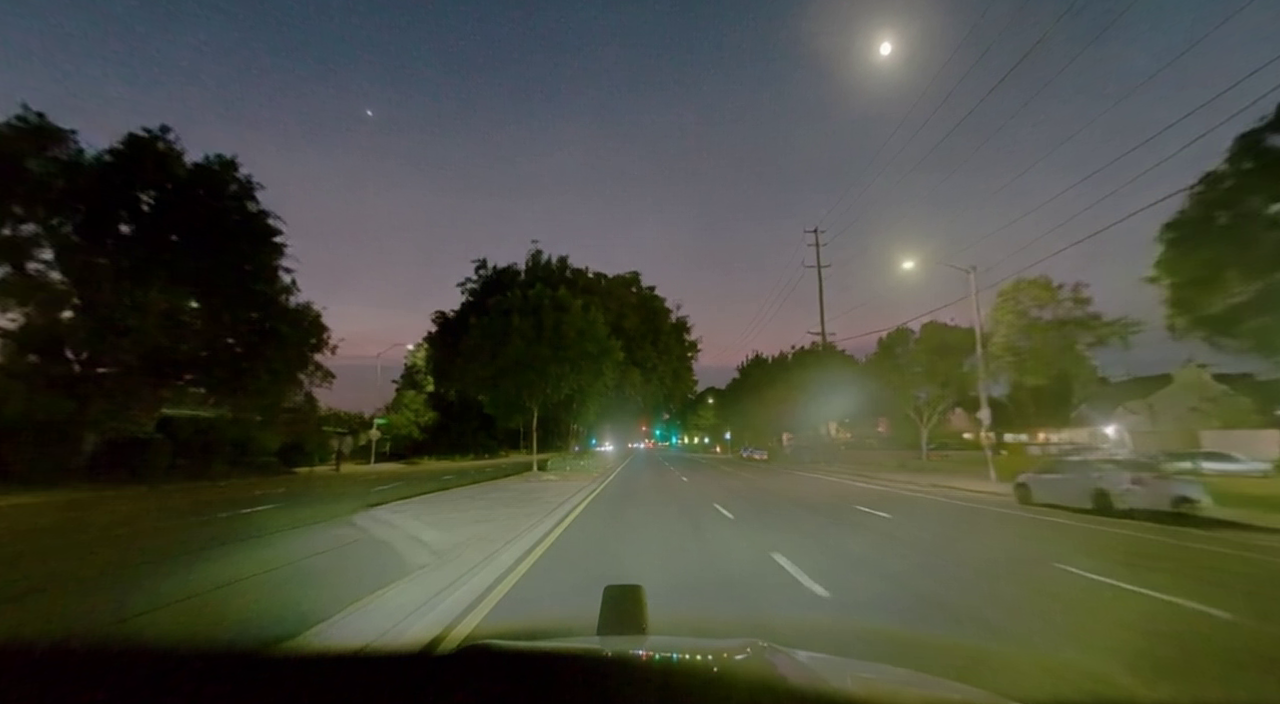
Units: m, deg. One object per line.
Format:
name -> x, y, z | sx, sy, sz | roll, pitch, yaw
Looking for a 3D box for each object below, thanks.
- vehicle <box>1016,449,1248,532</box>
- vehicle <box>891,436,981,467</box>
vehicle -> 11.478, 3.203, 15.296 | 1.929, 1.489, 4.777 | 4, -8, 2
vehicle -> 19.151, 6.448, 40.899 | 4.655, 1.921, 2.231 | 0, -8, -1
